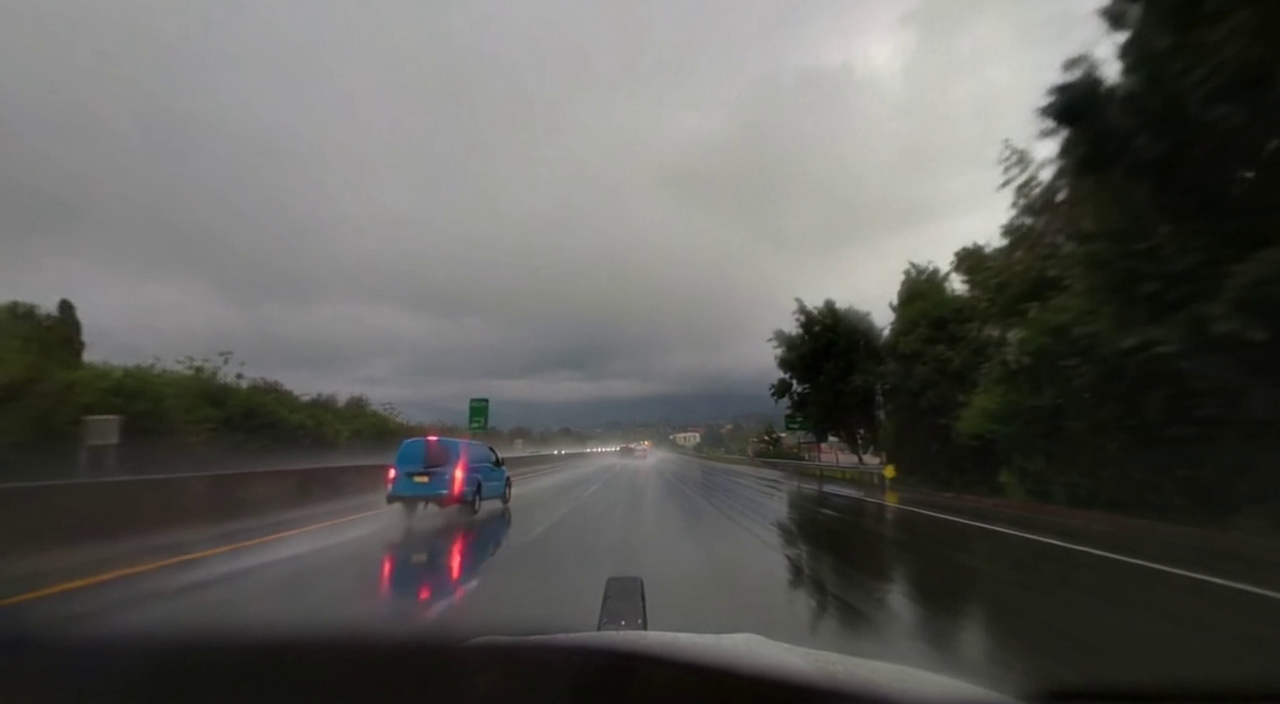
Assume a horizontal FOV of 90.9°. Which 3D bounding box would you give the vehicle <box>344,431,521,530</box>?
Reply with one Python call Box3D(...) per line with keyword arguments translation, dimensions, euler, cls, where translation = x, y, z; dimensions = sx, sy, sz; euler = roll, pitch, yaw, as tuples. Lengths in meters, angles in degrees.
Box3D(translation=(-3.664, 2.345, 12.013), dimensions=(1.965, 1.556, 3.971), euler=(0, -9, 1), cls="vehicle")
